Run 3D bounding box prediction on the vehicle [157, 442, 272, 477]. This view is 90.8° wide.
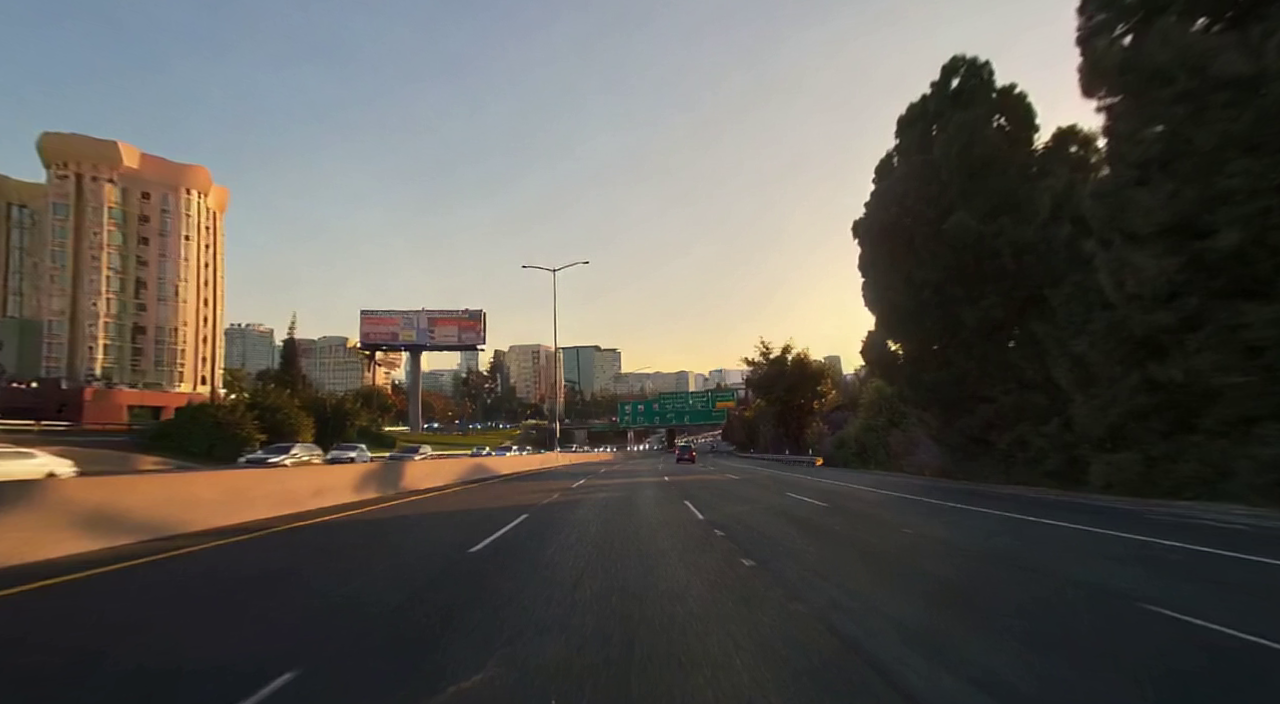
[{"bbox_3d":[-19.342,4.888,29.026,1.944,1.464,4.772,0,-8,0],"label":"vehicle"}]

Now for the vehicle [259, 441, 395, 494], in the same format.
[{"bbox_3d":[-9.574,3.550,19.820,1.972,1.469,4.466,0,-8,0],"label":"vehicle"}]
